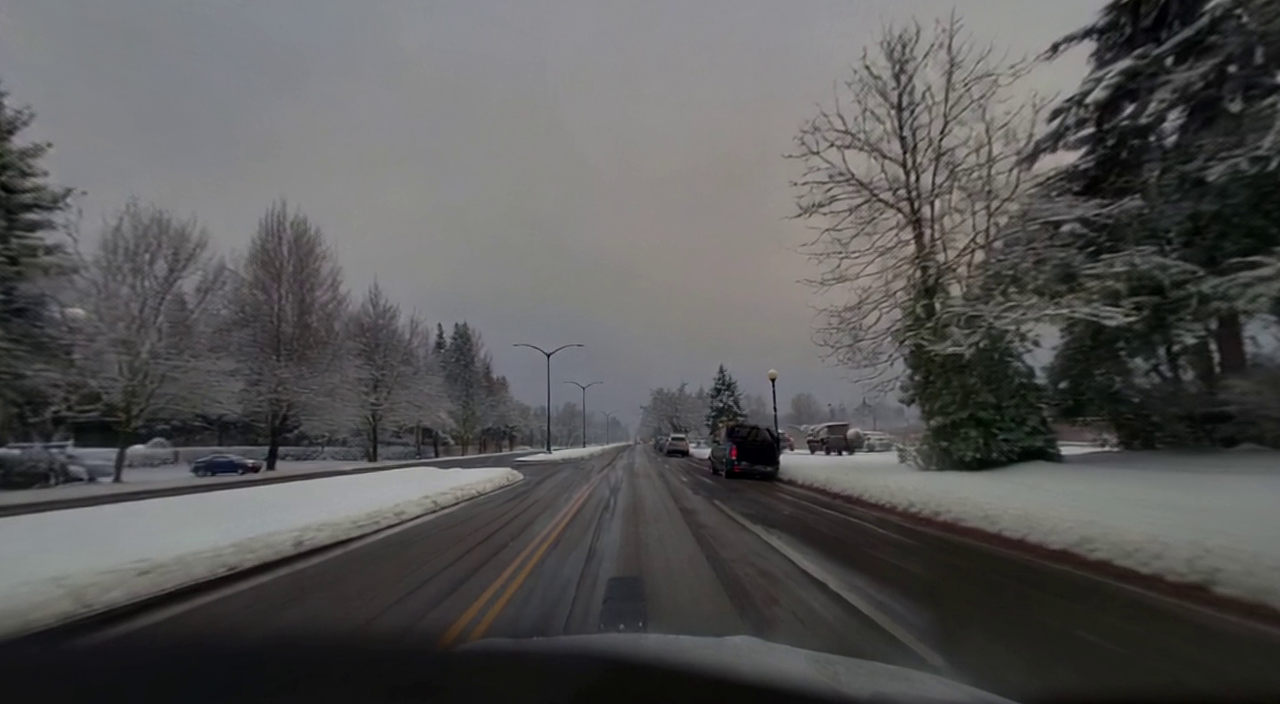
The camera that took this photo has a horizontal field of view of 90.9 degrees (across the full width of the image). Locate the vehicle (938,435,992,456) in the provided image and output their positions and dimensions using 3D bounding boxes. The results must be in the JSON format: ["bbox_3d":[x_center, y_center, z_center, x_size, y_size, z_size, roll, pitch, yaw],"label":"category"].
[{"bbox_3d":[25.383,7.298,49.344,1.896,1.538,4.080,0,-8,-2],"label":"vehicle"}]

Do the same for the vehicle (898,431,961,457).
[{"bbox_3d":[22.612,7.232,49.569,2.313,1.900,5.397,0,-8,-1],"label":"vehicle"}]

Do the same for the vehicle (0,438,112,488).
[{"bbox_3d":[-35.349,6.457,36.860,6.147,2.763,2.919,0,-8,-2],"label":"vehicle"}]

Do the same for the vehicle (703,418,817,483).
[{"bbox_3d":[3.825,3.307,21.428,2.493,1.896,5.433,0,-8,-3],"label":"vehicle"}]

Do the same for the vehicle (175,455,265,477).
[{"bbox_3d":[-29.124,7.913,43.867,4.719,1.433,1.995,0,-8,-5],"label":"vehicle"}]

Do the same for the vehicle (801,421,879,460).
[{"bbox_3d":[11.052,4.978,35.385,2.197,1.923,5.799,2,-8,-3],"label":"vehicle"}]

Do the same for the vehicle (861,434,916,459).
[{"bbox_3d":[19.323,7.363,49.386,2.084,1.777,5.407,0,-8,0],"label":"vehicle"}]
